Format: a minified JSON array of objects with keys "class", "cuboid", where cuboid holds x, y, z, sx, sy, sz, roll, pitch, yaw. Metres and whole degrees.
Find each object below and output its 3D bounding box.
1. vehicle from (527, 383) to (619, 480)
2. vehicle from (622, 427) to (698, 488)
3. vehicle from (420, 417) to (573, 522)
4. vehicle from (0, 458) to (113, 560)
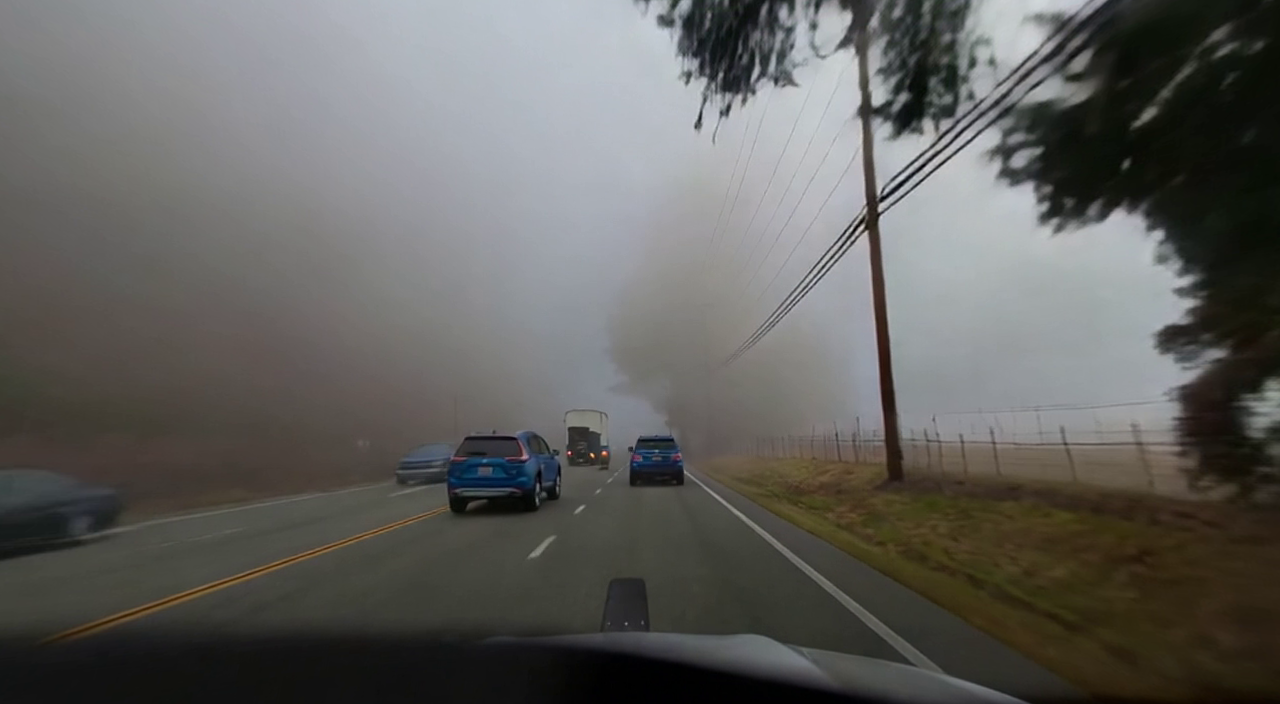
[{"class":"vehicle","cuboid":[-2.687,3.787,29.231,2.928,3.658,10.953,0,-8,1]},{"class":"vehicle","cuboid":[0.605,3.339,20.220,2.174,1.749,4.113,0,-8,1]},{"class":"vehicle","cuboid":[-2.772,2.410,13.424,2.093,1.832,4.508,0,-8,1]},{"class":"vehicle","cuboid":[-11.714,2.626,10.377,2.077,1.638,4.584,0,-8,0]}]
